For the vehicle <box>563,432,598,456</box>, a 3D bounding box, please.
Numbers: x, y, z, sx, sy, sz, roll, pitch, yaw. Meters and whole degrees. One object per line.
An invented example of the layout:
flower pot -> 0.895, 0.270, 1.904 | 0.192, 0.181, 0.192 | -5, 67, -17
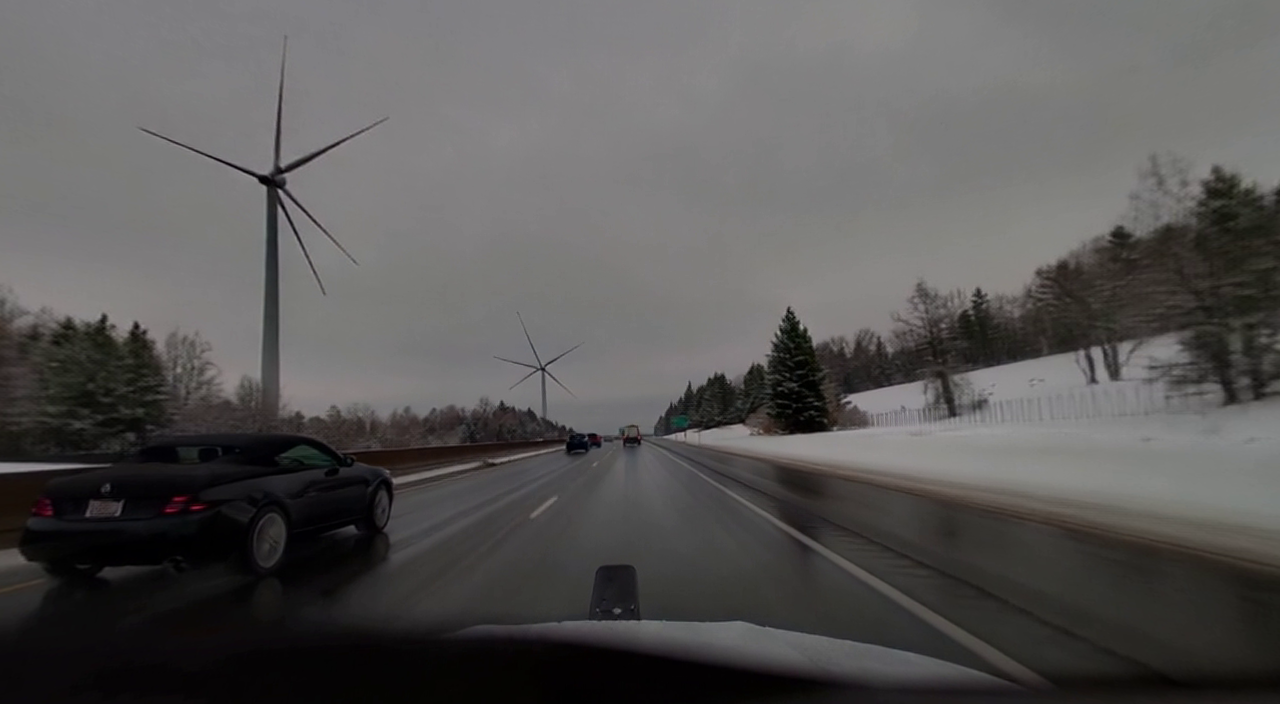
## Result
vehicle -> -3.779, 5.934, 40.842 | 2.024, 1.456, 3.754 | 0, -8, -2

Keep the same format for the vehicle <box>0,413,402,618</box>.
vehicle -> -4.253, 1.420, 6.522 | 1.969, 1.413, 4.194 | 0, -8, -1
